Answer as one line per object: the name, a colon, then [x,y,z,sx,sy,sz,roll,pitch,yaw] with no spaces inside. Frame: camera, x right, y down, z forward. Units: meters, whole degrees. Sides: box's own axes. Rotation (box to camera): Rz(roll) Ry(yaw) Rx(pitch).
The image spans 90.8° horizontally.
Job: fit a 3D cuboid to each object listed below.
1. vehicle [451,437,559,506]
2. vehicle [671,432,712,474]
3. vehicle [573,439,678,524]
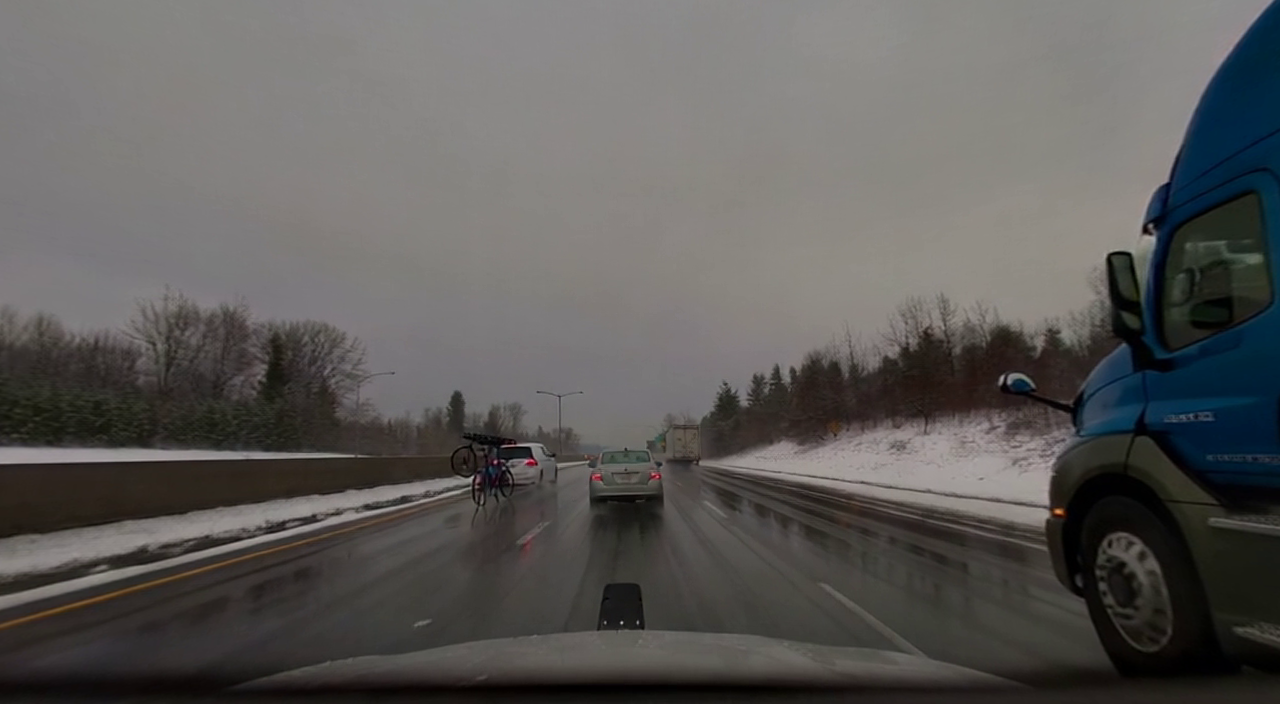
vehicle: [-3.624,3.309,17.846,1.985,1.671,4.604,0,-9,0]
vehicle: [3.493,7.000,43.747,2.234,2.679,5.372,0,-9,-1]
vehicle: [-0.274,2.717,13.685,1.973,1.574,3.426,0,-9,0]
